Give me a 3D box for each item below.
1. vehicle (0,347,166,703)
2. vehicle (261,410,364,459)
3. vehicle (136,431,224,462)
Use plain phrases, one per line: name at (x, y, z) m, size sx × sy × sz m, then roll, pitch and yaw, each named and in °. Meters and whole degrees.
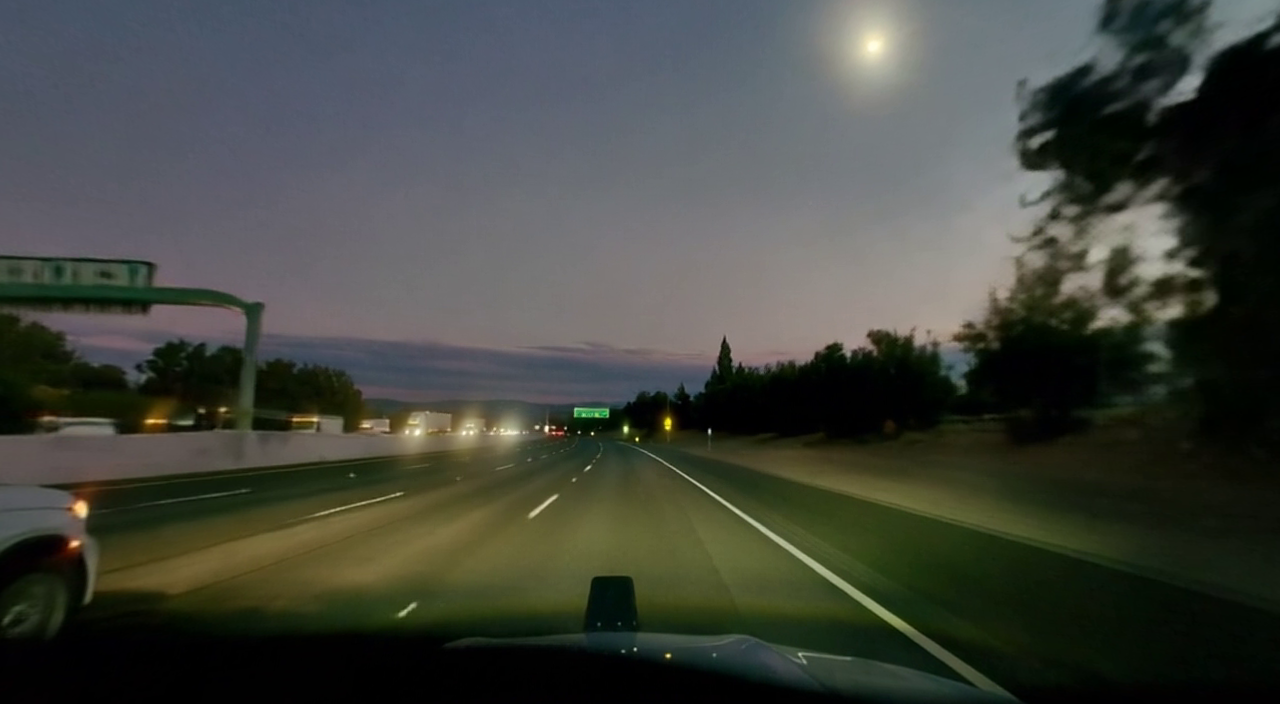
vehicle at (-3.934, 0.632, 1.560) m, size 2.187 × 1.639 × 4.318 m, roll 0°, pitch -8°, yaw -1°
vehicle at (-18.600, 4.768, 36.321) m, size 2.415 × 2.528 × 6.726 m, roll 0°, pitch -8°, yaw -2°
vehicle at (-22.316, 4.571, 30.745) m, size 1.743 × 1.400 × 3.431 m, roll 0°, pitch -8°, yaw -2°
